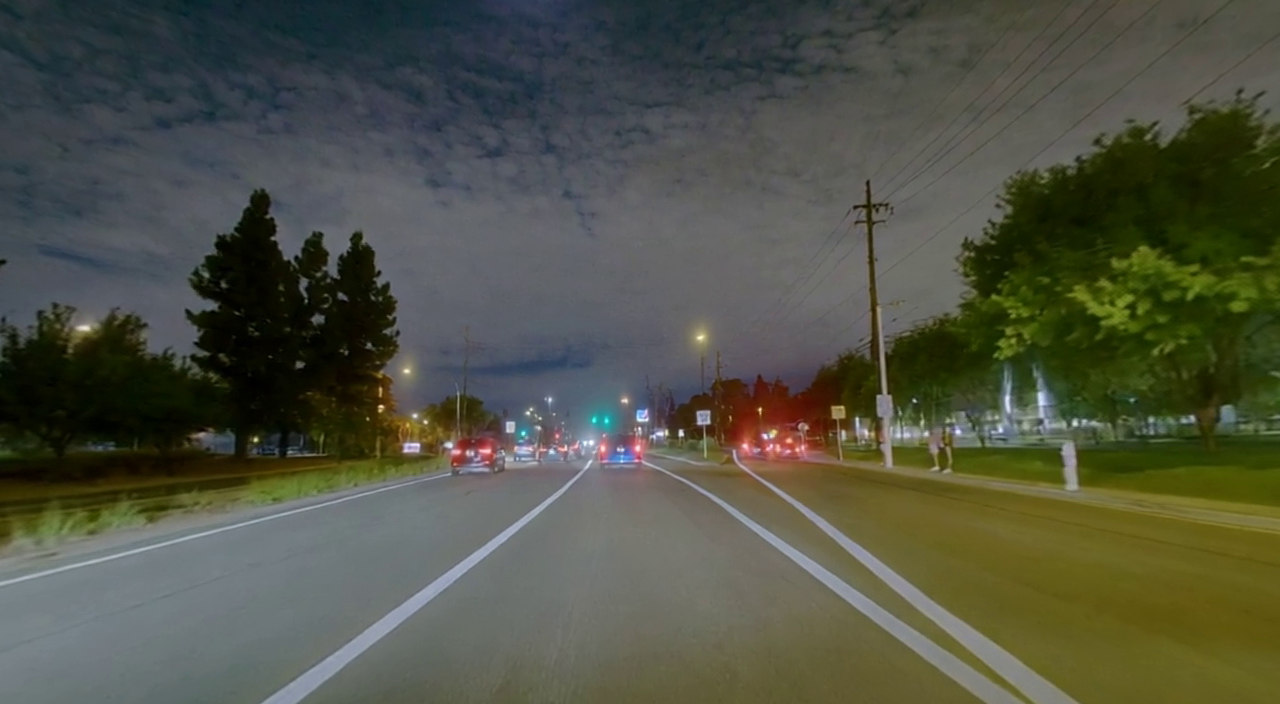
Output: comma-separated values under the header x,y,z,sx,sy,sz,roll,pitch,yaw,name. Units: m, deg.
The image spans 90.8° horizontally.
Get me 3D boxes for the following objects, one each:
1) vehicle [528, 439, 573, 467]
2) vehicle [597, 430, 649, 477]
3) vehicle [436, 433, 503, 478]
x,y,z,sx,sy,sz,roll,pitch,yaw,name
-4.995,5.685,35.796,2.087,1.485,4.452,0,-8,-3,vehicle
-0.742,4.164,26.081,2.012,1.769,3.897,1,-8,-3,vehicle
-6.858,4.187,25.828,1.860,1.634,4.089,1,-8,-4,vehicle
